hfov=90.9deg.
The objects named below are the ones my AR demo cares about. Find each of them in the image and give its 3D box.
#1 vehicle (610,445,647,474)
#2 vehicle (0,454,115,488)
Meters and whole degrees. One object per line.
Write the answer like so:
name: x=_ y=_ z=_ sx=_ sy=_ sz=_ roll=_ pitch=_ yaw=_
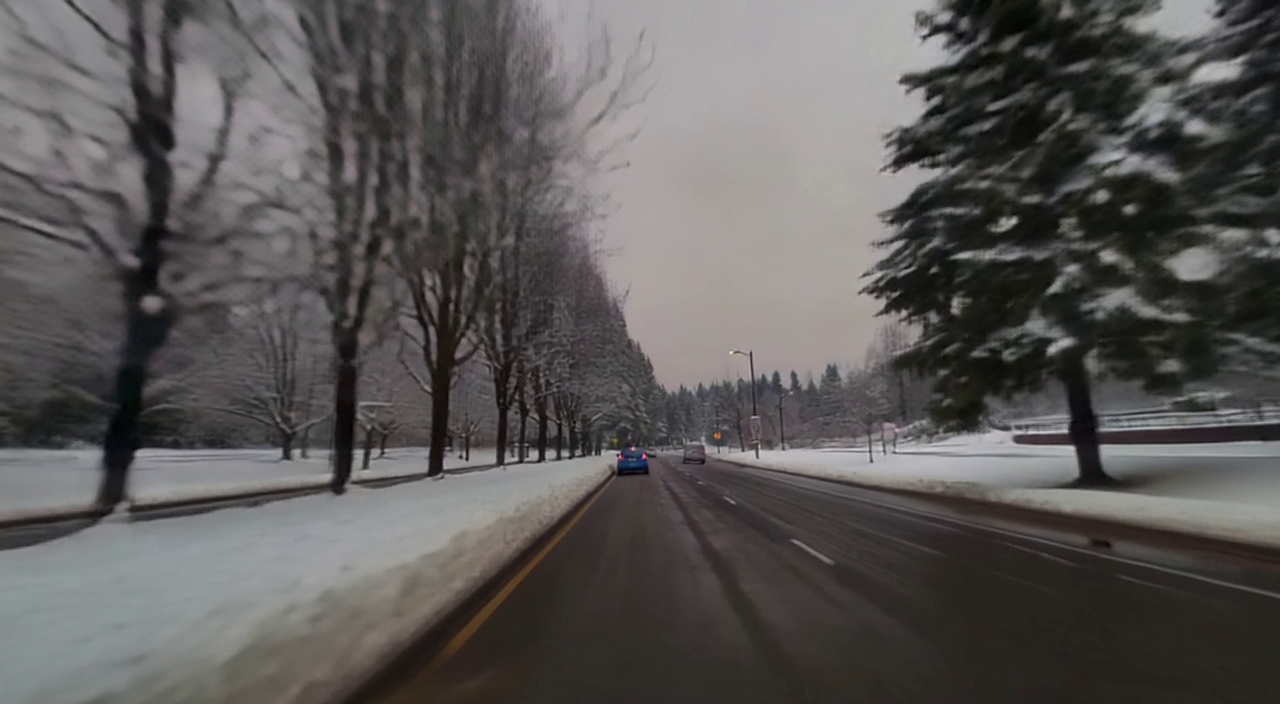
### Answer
vehicle: x=-0.655 y=6.028 z=35.732 sx=1.978 sy=1.499 sz=3.915 roll=0 pitch=-8 yaw=-1
vehicle: x=-30.244 y=6.133 z=32.645 sx=4.392 sy=1.602 sz=1.860 roll=0 pitch=-8 yaw=0
